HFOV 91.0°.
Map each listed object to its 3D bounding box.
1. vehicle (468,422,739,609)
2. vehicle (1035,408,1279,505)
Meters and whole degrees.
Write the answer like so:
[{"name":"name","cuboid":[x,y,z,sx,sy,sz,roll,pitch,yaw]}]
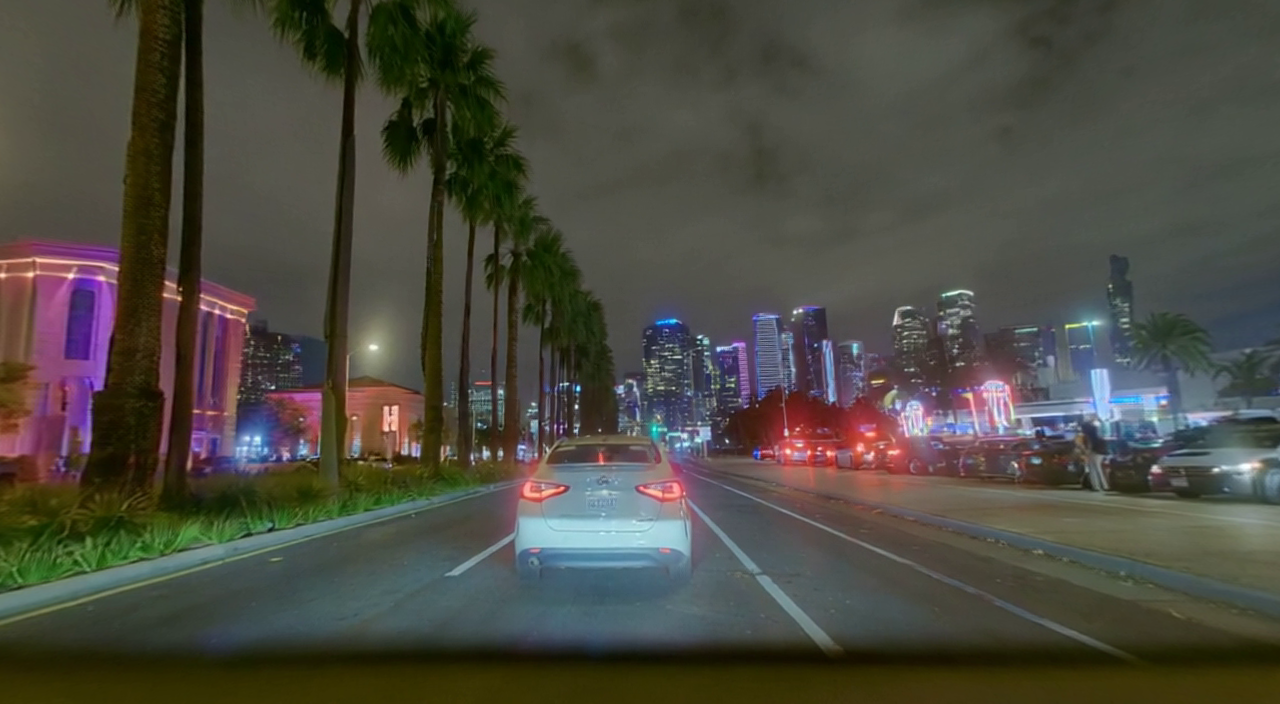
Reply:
[{"name":"vehicle","cuboid":[-0.286,1.642,7.204,2.235,1.528,3.876,0,-9,0]},{"name":"vehicle","cuboid":[12.903,2.423,14.924,5.301,1.962,2.431,-3,-8,4]}]
